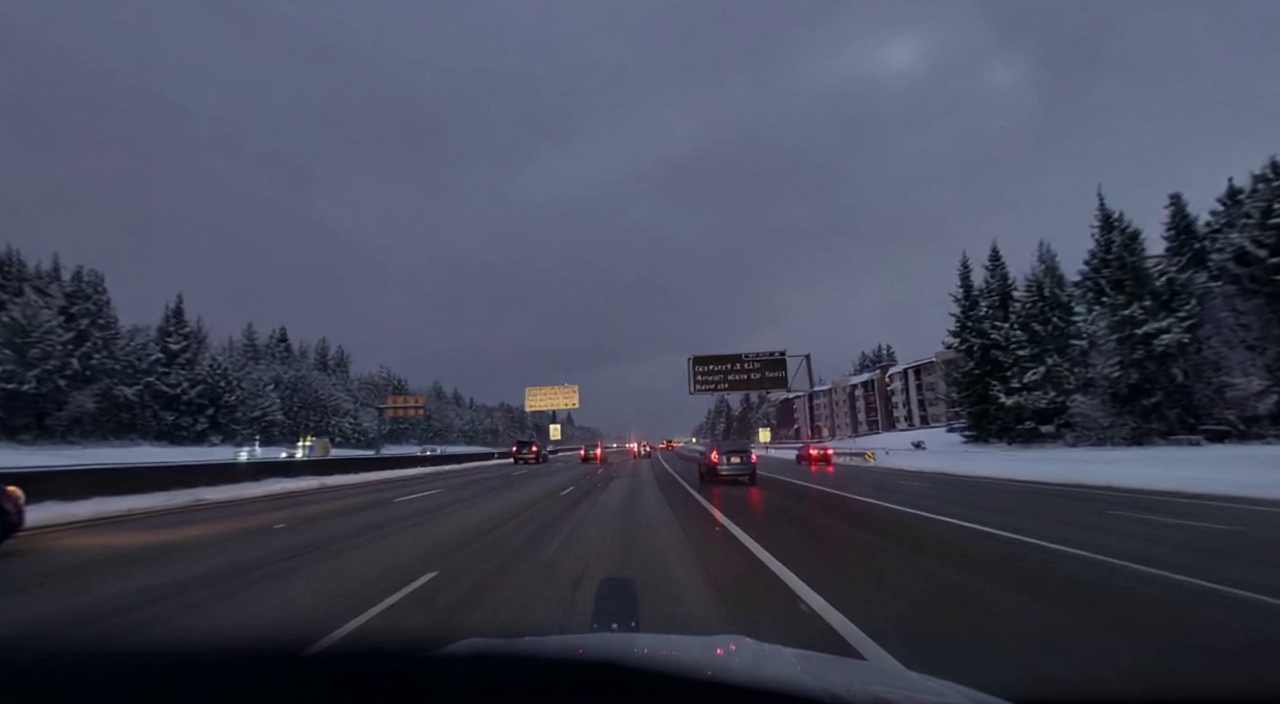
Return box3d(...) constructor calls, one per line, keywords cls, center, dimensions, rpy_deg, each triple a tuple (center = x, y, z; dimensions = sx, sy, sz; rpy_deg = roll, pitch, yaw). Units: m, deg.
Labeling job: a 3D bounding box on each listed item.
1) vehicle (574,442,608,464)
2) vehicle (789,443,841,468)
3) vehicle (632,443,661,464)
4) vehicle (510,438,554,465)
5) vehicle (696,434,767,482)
box3d(cls="vehicle", center=(-3.458, 7.207, 45.140), dimensions=(2.002, 1.466, 4.378), rpy_deg=(0, -9, 1))
box3d(cls="vehicle", center=(11.035, 6.557, 40.227), dimensions=(2.061, 1.459, 4.273), rpy_deg=(0, -9, 0))
box3d(cls="vehicle", center=(0.450, 7.337, 45.747), dimensions=(1.992, 1.431, 4.055), rpy_deg=(0, -9, 0))
box3d(cls="vehicle", center=(-7.238, 6.718, 42.648), dimensions=(2.057, 1.733, 4.589), rpy_deg=(0, -9, 1))
box3d(cls="vehicle", center=(3.501, 4.150, 24.987), dimensions=(2.080, 1.694, 4.286), rpy_deg=(0, -9, -1))
